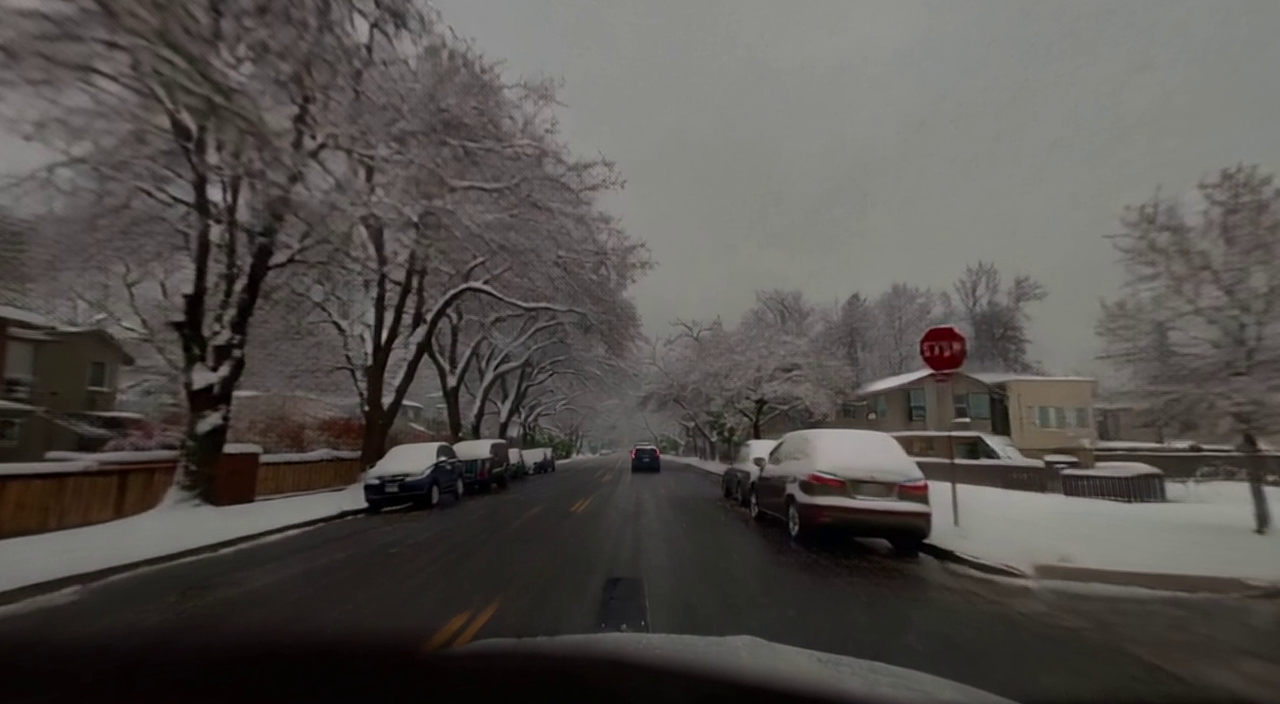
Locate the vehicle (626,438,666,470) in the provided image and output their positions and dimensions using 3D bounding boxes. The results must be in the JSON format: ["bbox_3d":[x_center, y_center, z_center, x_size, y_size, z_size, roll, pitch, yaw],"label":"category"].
[{"bbox_3d":[0.316,5.854,36.463,2.172,1.722,4.201,0,-8,0],"label":"vehicle"}]

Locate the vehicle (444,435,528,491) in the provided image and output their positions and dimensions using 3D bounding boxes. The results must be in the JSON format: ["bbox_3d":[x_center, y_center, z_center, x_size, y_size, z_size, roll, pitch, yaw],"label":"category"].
[{"bbox_3d":[-5.454,3.969,22.898,1.899,1.615,4.624,-5,-8,-1],"label":"vehicle"}]

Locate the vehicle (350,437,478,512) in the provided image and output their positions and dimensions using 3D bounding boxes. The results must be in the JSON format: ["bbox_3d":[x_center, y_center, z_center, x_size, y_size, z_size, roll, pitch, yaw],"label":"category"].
[{"bbox_3d":[-5.648,3.073,16.404,1.955,1.659,4.324,0,-8,-4],"label":"vehicle"}]

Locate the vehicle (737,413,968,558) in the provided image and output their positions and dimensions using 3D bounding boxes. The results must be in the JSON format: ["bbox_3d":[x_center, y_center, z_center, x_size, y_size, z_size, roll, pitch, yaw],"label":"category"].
[{"bbox_3d":[3.034,2.012,10.304,1.970,1.801,4.721,0,-8,-2],"label":"vehicle"}]

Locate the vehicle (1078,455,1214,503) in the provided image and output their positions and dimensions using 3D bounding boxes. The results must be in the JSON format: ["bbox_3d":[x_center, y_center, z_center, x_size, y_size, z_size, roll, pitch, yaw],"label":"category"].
[{"bbox_3d":[21.587,5.372,27.192,1.765,1.762,4.881,0,-8,0],"label":"vehicle"}]
